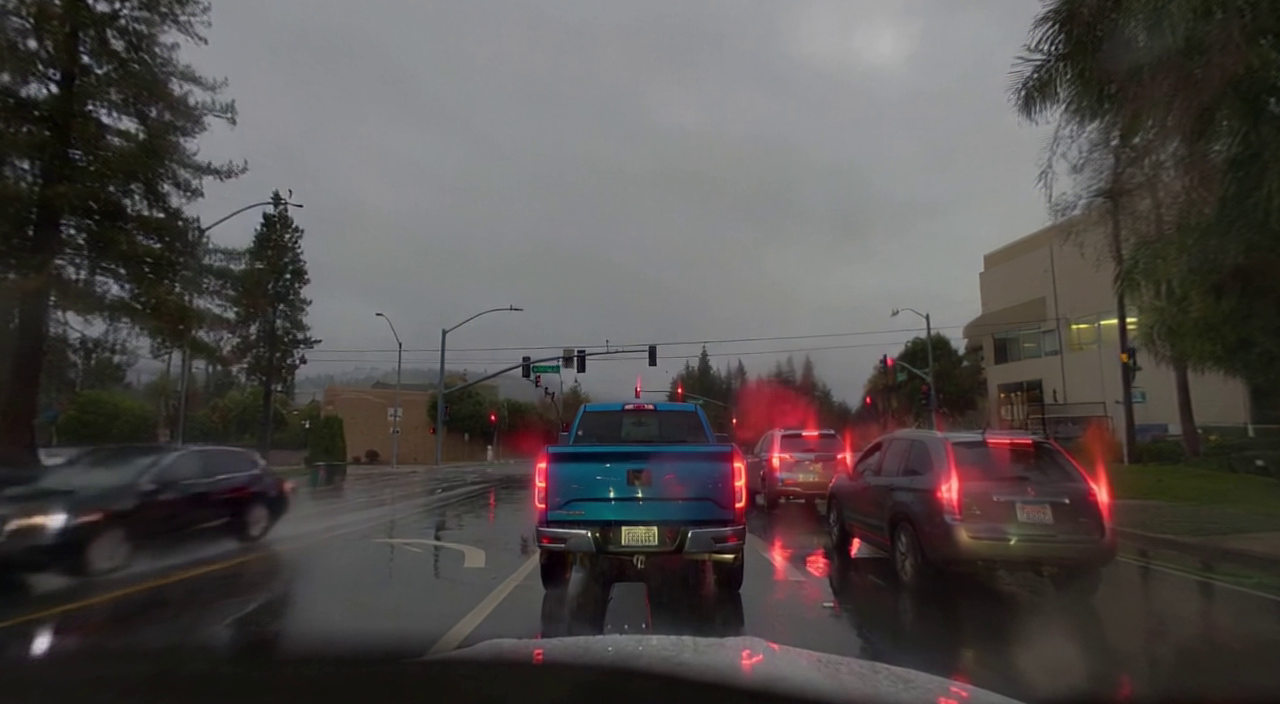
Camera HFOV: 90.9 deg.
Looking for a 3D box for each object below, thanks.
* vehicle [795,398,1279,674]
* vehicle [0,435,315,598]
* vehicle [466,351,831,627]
[{"bbox_3d":[3.332,1.501,6.479,2.155,1.667,5.162,0,-8,0],"label":"vehicle"},{"bbox_3d":[-6.345,1.828,7.995,1.994,1.469,4.367,0,-8,2],"label":"vehicle"},{"bbox_3d":[0.089,1.389,7.382,2.636,2.011,5.425,0,-8,1],"label":"vehicle"}]
